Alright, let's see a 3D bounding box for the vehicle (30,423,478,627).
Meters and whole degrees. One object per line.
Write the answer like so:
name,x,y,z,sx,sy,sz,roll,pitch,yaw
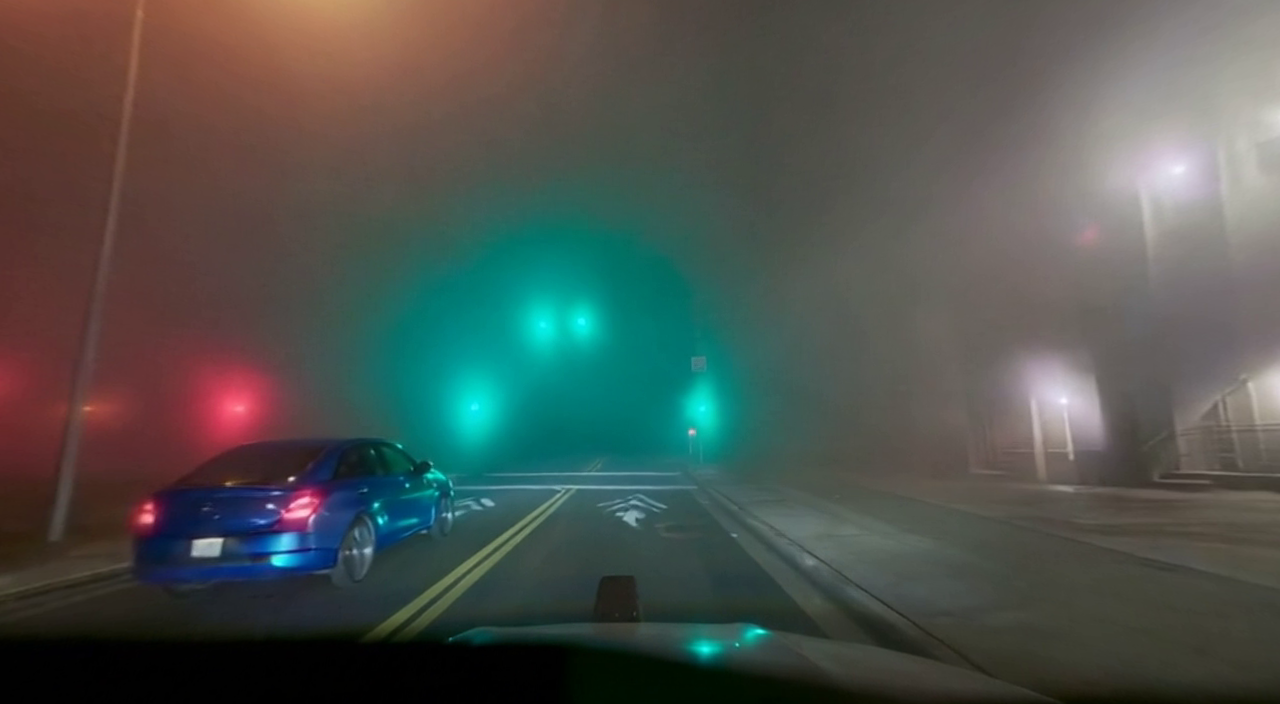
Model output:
vehicle,-3.334,1.555,6.823,1.898,1.407,4.652,-1,-8,0
